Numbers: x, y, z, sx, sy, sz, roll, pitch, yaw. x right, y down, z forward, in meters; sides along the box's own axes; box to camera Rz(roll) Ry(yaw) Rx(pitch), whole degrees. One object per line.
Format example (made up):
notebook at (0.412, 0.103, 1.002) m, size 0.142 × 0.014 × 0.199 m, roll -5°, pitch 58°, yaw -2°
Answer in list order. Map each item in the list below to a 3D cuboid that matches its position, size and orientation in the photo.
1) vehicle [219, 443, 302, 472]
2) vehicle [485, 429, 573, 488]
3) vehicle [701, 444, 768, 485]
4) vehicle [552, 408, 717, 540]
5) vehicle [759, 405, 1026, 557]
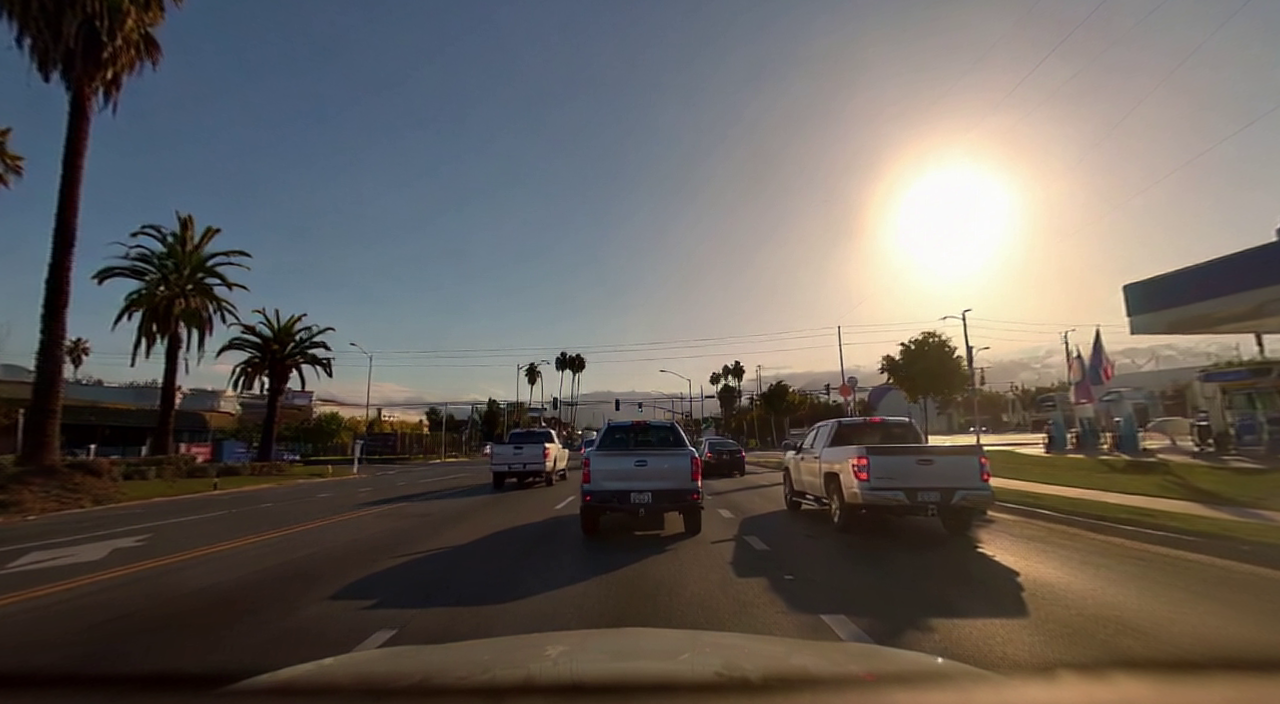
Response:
vehicle at (-29.052, 8.086, 48.456) m, size 2.543 × 2.092 × 6.613 m, roll 0°, pitch -8°, yaw -3°
vehicle at (-3.655, 3.612, 21.636) m, size 2.071 × 1.811 × 4.605 m, roll 0°, pitch -8°, yaw 2°
vehicle at (3.448, 4.167, 23.545) m, size 1.901 × 1.401 × 3.965 m, roll 0°, pitch -8°, yaw 0°
vehicle at (-0.015, 2.110, 11.572) m, size 2.295 × 1.835 × 5.471 m, roll 0°, pitch -8°, yaw 1°
vehicle at (3.604, 1.978, 10.465) m, size 2.120 × 1.828 × 5.531 m, roll 0°, pitch -8°, yaw 0°
